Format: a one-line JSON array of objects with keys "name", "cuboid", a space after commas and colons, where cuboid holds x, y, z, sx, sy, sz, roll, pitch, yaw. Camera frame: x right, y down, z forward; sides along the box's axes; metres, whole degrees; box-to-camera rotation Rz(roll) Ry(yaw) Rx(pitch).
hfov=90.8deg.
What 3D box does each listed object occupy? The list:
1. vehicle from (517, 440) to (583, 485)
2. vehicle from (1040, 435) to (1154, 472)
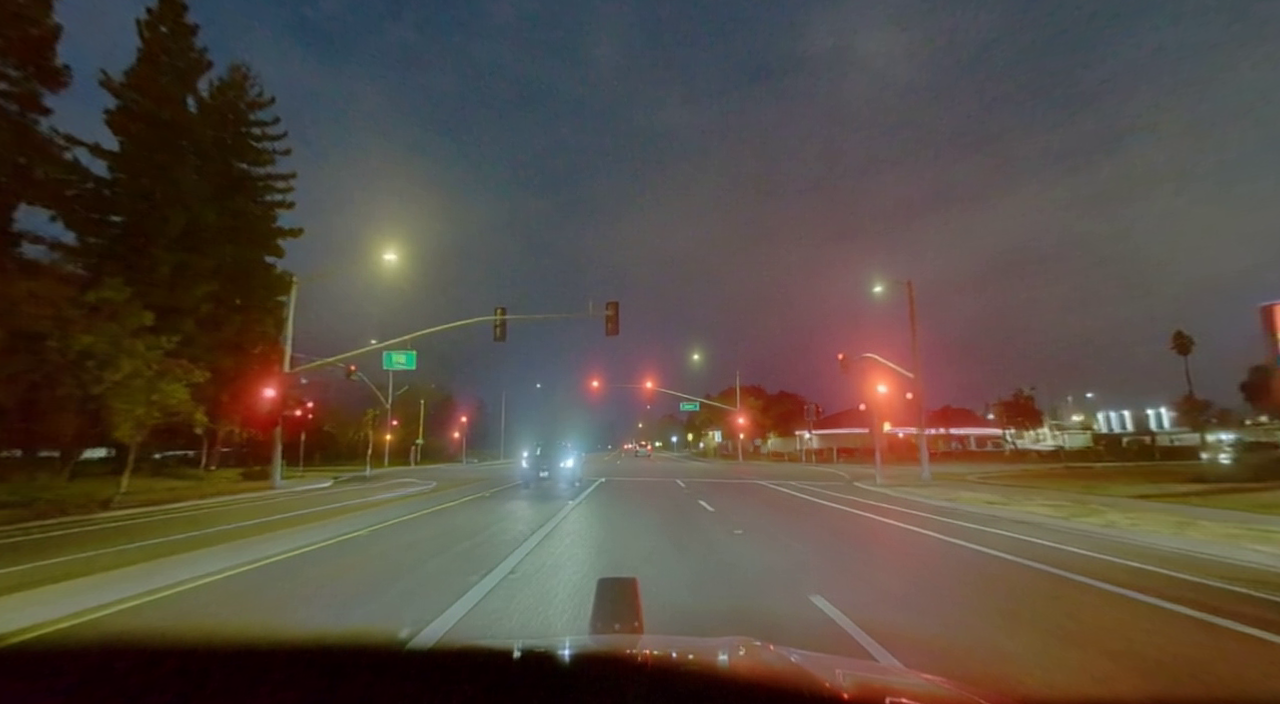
[{"name": "vehicle", "cuboid": [-3.310, 4.124, 23.937, 1.915, 1.553, 3.846, 0, -8, 0]}, {"name": "vehicle", "cuboid": [23.266, 5.177, 32.303, 4.246, 1.750, 1.954, -1, -8, 1]}]
